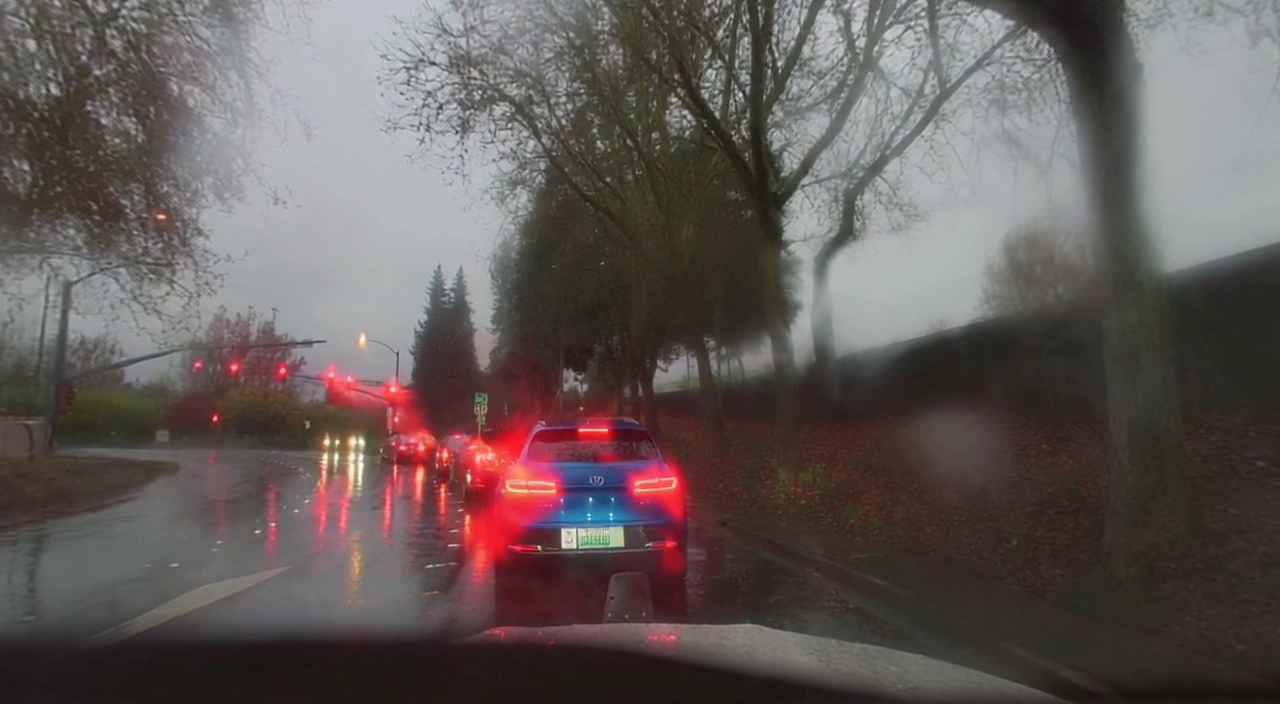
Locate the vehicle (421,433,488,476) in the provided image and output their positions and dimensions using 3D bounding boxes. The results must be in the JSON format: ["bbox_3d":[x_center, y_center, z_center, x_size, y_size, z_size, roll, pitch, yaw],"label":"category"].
[{"bbox_3d":[-7.294,3.947,24.484,1.902,1.536,3.662,4,-9,-25],"label":"vehicle"}]

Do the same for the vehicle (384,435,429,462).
[{"bbox_3d":[-13.765,5.644,36.906,1.863,1.488,4.426,4,-9,-27],"label":"vehicle"}]

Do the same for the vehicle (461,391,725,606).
[{"bbox_3d":[-0.682,1.462,7.204,2.134,1.671,4.147,1,-8,-9],"label":"vehicle"}]
